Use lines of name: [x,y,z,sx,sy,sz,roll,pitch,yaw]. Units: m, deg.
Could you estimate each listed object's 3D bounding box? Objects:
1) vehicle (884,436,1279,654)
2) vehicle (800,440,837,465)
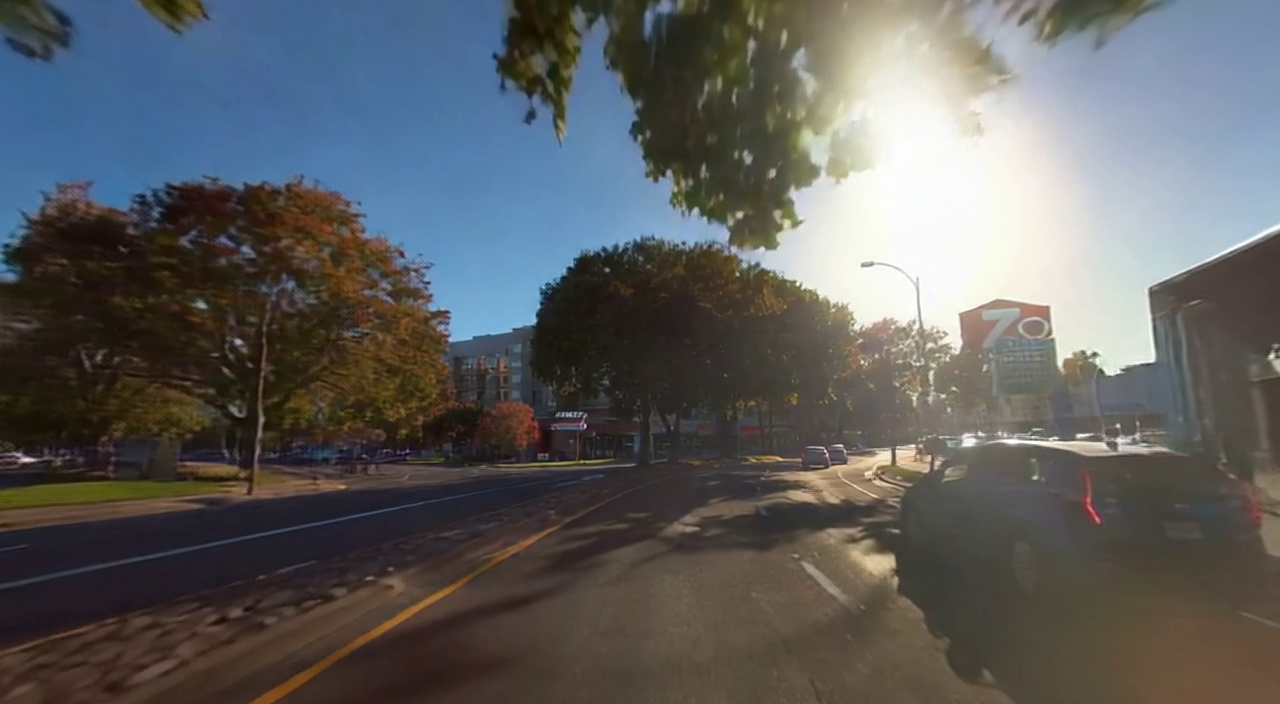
vehicle: [4.329,1.659,6.584,1.938,1.466,4.434,0,-9,2]
vehicle: [12.802,7.158,45.001,2.311,1.715,4.287,-3,-9,18]
